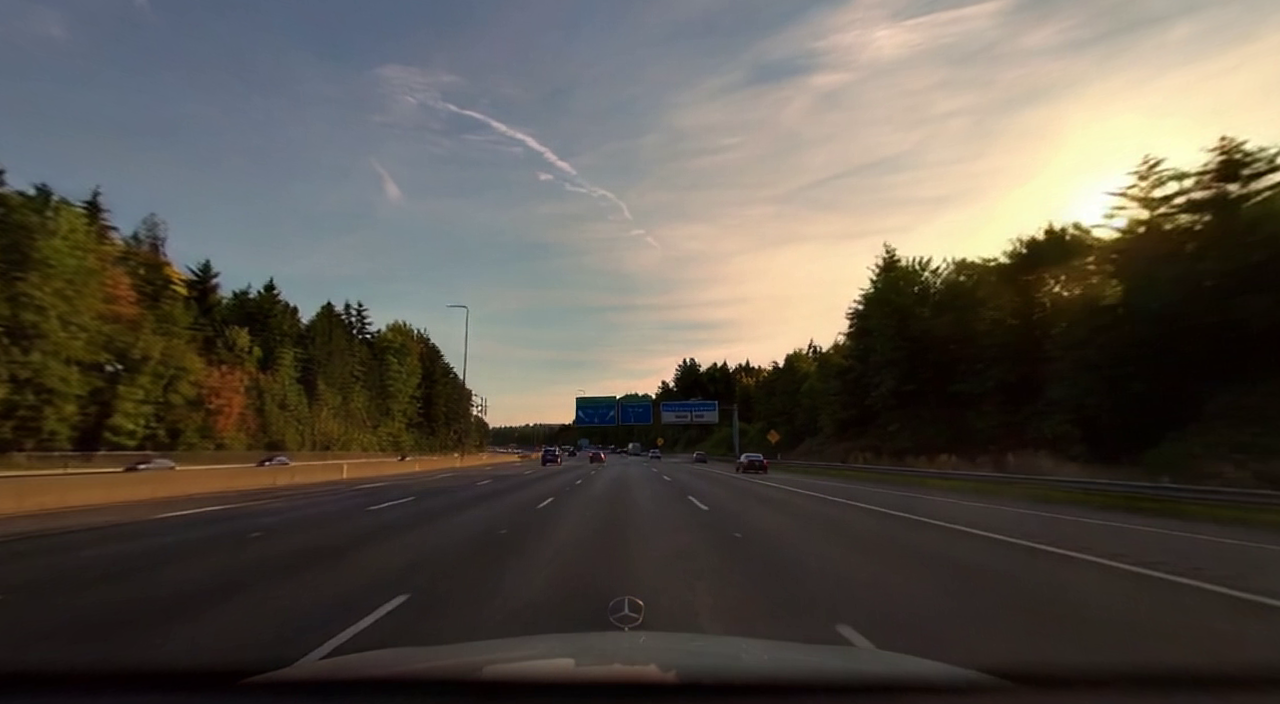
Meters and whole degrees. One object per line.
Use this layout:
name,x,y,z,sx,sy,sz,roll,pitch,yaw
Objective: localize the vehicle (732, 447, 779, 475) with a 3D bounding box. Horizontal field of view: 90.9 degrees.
vehicle,7.118,6.783,39.389,1.989,1.591,4.348,0,-9,-2
